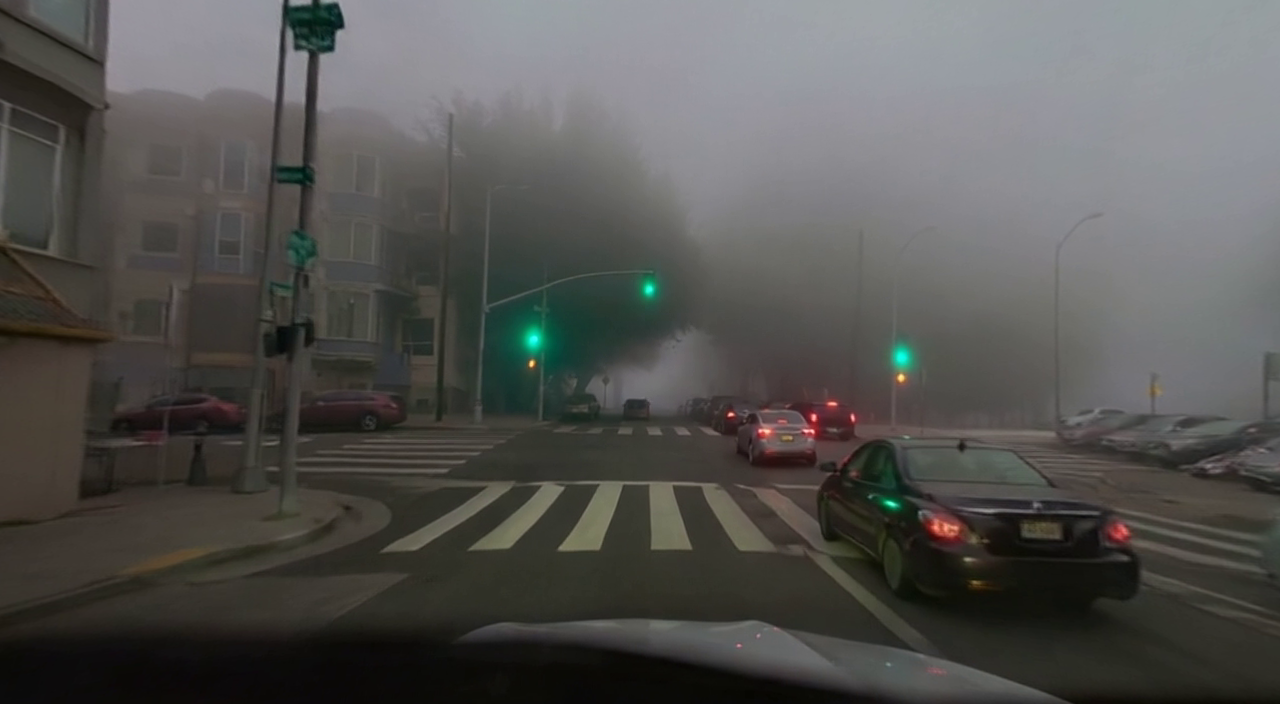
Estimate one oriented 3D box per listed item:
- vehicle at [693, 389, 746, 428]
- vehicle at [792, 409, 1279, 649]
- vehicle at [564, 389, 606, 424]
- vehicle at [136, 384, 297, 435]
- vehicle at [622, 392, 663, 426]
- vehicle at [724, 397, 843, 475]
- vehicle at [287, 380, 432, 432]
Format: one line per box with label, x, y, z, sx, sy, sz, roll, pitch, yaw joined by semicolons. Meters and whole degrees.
vehicle;3.854;2.873;31.248;2.093;1.655;4.327;0;-8;1
vehicle;3.100;1.425;6.243;2.055;1.450;4.676;0;-8;0
vehicle;-2.724;2.805;31.867;1.878;1.521;3.697;0;-8;-1
vehicle;-15.587;2.158;23.366;4.571;1.758;1.930;0;-8;2
vehicle;0.163;2.910;31.583;1.923;1.460;3.923;0;-8;1
vehicle;3.308;1.918;15.358;1.970;1.490;4.016;0;-2;0
vehicle;-10.204;2.021;23.220;4.304;1.755;2.083;0;-8;1
